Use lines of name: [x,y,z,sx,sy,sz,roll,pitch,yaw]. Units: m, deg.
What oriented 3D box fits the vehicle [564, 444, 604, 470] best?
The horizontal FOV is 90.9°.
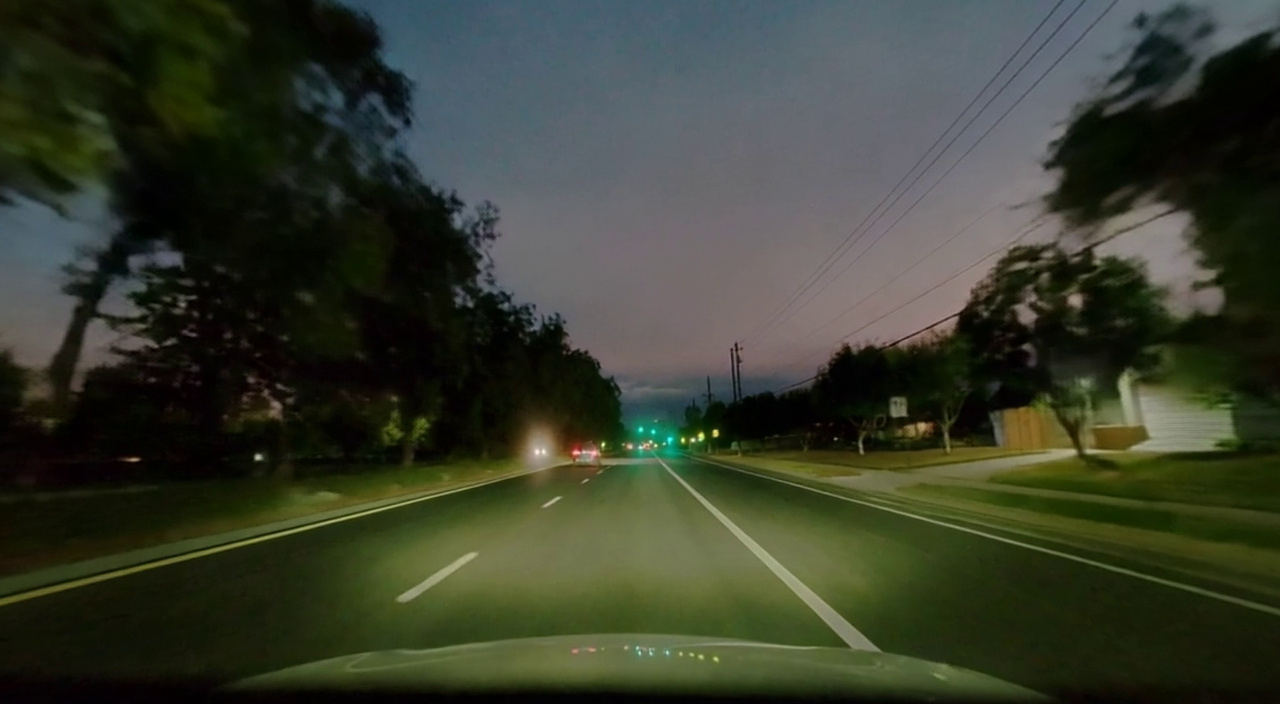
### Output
vehicle: [-3.350,6.365,38.346,2.007,1.514,4.049,0,-9,1]
